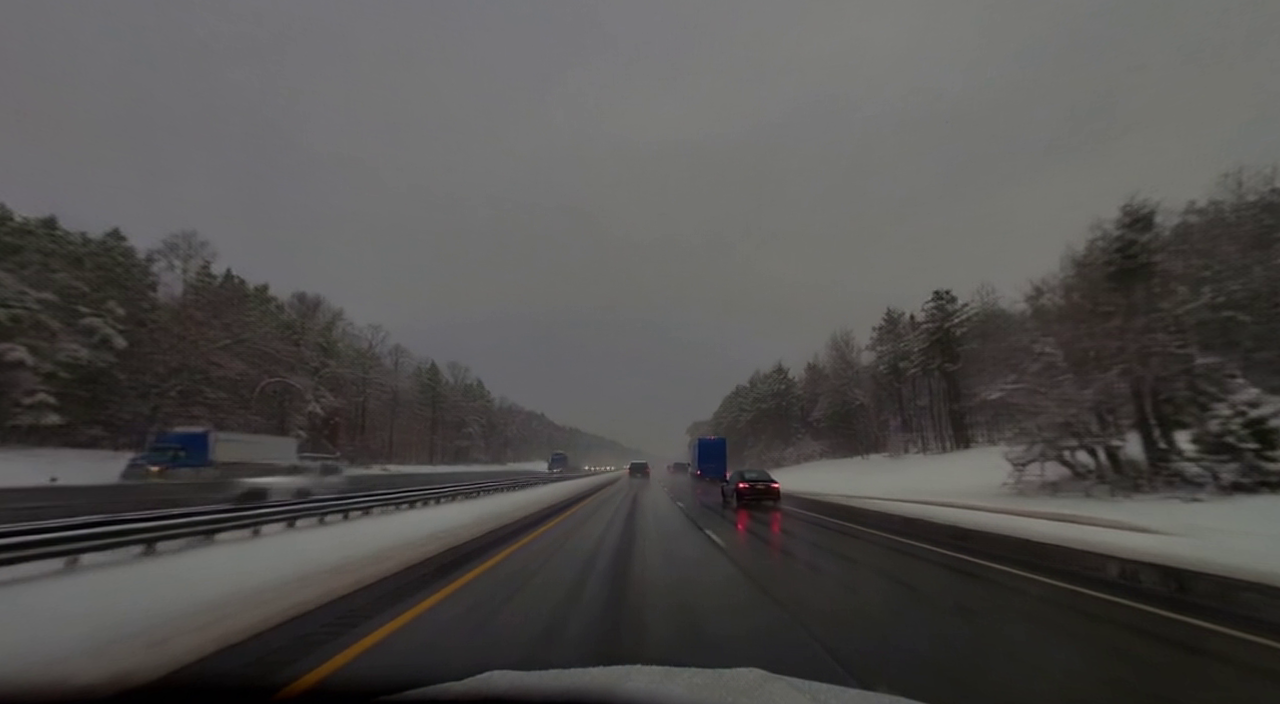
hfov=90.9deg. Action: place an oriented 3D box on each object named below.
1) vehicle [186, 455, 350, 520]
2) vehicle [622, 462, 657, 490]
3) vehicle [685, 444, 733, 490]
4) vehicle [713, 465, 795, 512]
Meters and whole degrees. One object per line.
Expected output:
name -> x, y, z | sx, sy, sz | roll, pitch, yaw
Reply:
vehicle -> -9.812, 3.608, 17.062 | 1.897, 1.498, 3.978 | 0, -10, 1
vehicle -> -0.002, 8.347, 42.491 | 2.212, 1.717, 4.452 | 0, -10, 1
vehicle -> 4.747, 8.154, 44.748 | 2.563, 2.975, 6.941 | 1, -10, 0
vehicle -> 4.166, 5.092, 23.903 | 2.073, 1.532, 4.969 | 1, -10, -2
